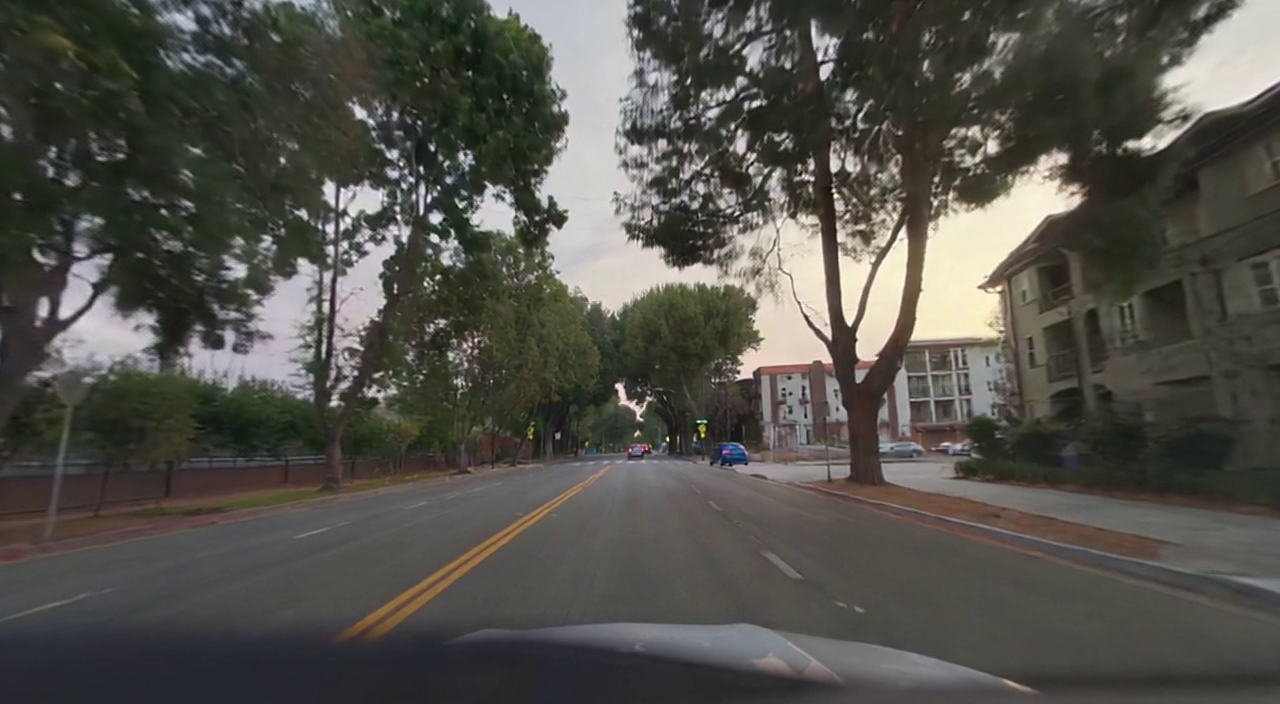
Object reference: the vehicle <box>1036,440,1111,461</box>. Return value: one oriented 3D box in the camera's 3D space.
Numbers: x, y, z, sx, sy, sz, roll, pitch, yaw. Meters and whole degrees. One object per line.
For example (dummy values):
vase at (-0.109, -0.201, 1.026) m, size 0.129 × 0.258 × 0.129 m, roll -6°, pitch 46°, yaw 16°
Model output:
vehicle at (33.255, 7.577, 48.332) m, size 4.305 × 1.464 × 1.875 m, roll -1°, pitch -9°, yaw 2°

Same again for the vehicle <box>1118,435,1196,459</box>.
vehicle at (39.440, 7.250, 48.088) m, size 4.244 × 1.673 × 1.871 m, roll -1°, pitch -9°, yaw -1°
